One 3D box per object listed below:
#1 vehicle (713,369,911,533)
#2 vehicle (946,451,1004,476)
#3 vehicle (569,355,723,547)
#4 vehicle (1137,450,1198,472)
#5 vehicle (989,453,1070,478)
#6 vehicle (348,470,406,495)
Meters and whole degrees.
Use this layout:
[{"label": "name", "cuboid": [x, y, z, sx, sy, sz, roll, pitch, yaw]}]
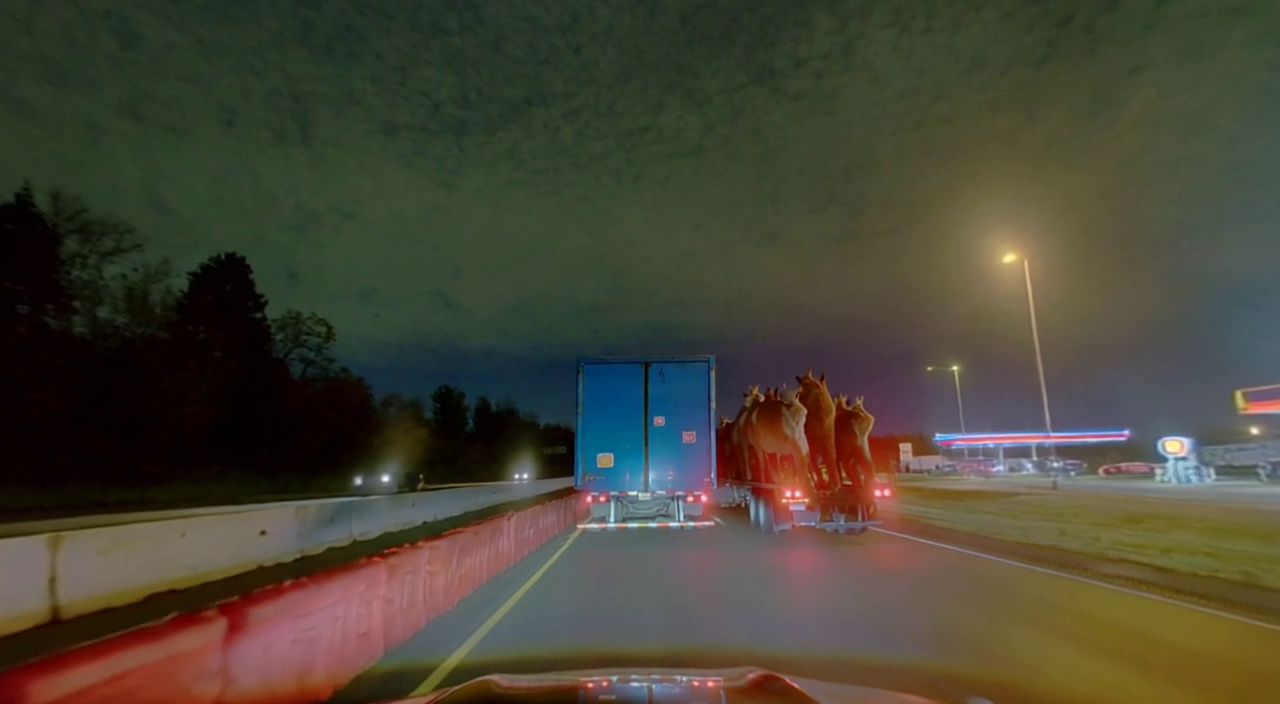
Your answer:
[{"label": "vehicle", "cuboid": [4.426, 3.074, 19.000, 2.936, 3.640, 9.443, 1, -10, -2]}, {"label": "vehicle", "cuboid": [24.698, 8.238, 46.569, 1.919, 1.722, 4.024, 1, -10, -2]}, {"label": "vehicle", "cuboid": [0.046, 2.482, 15.316, 2.618, 3.306, 8.676, 1, -10, -1]}, {"label": "vehicle", "cuboid": [37.024, 7.659, 44.200, 4.315, 1.469, 1.823, 7, -12, -31]}, {"label": "vehicle", "cuboid": [24.576, 7.215, 39.947, 1.762, 1.470, 4.485, 3, -11, -10]}, {"label": "vehicle", "cuboid": [-16.839, 8.367, 40.588, 1.892, 1.507, 4.458, 1, -10, -1]}]
